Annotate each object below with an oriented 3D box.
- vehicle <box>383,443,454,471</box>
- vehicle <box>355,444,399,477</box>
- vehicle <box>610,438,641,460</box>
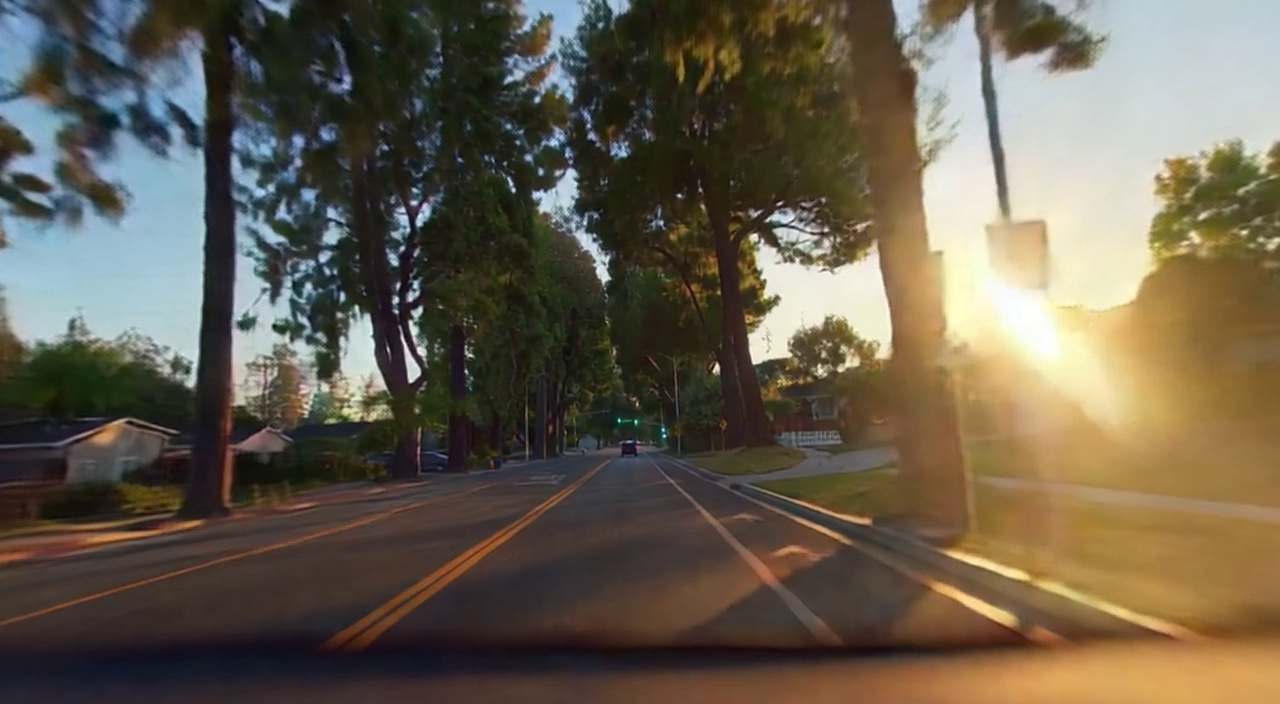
[{"bbox_3d":[-16.395,7.784,46.886,2.043,1.803,4.631,-11,-13,36],"label":"vehicle"},{"bbox_3d":[-17.024,6.957,41.082,2.378,1.922,5.801,2,-8,-21],"label":"vehicle"},{"bbox_3d":[-1.074,6.972,45.629,2.104,1.500,3.815,0,-8,-2],"label":"vehicle"}]
